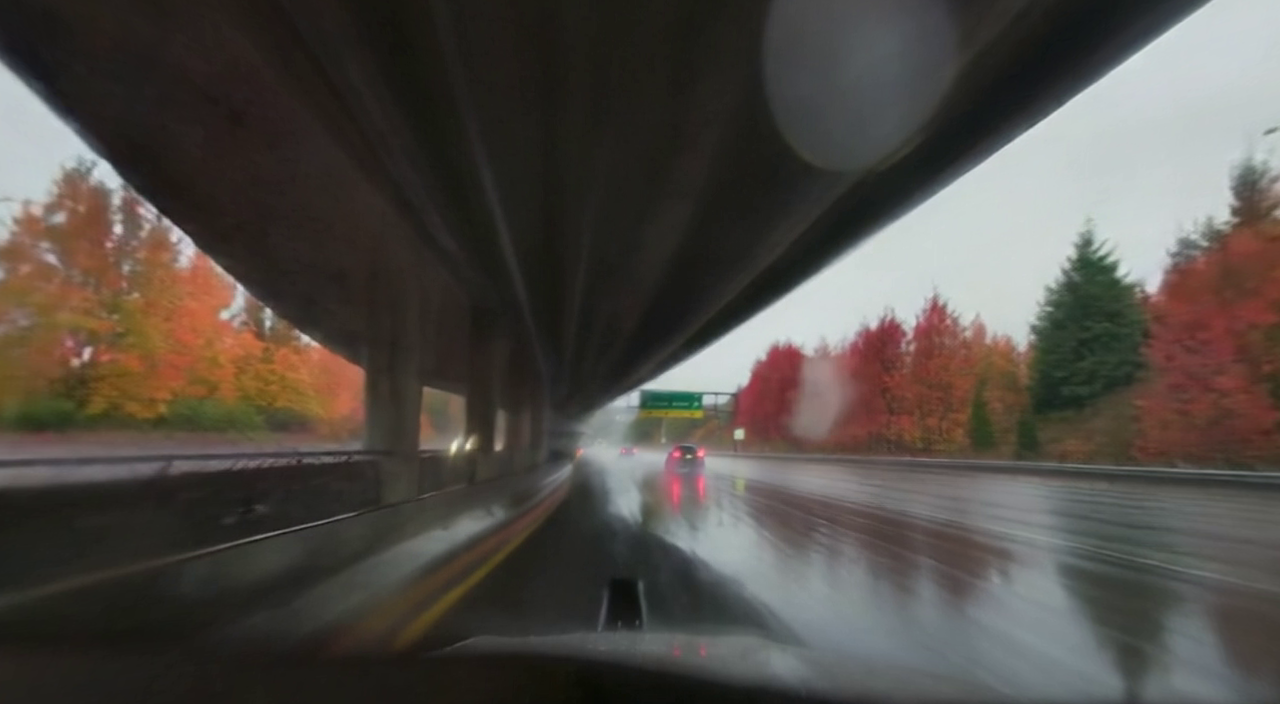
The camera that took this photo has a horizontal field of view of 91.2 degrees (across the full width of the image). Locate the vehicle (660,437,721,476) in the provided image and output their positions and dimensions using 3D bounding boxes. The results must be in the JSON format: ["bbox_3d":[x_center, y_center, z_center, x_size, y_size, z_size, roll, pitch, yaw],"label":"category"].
[{"bbox_3d":[2.234,4.804,28.935,2.337,1.633,4.222,0,-9,-2],"label":"vehicle"}]
